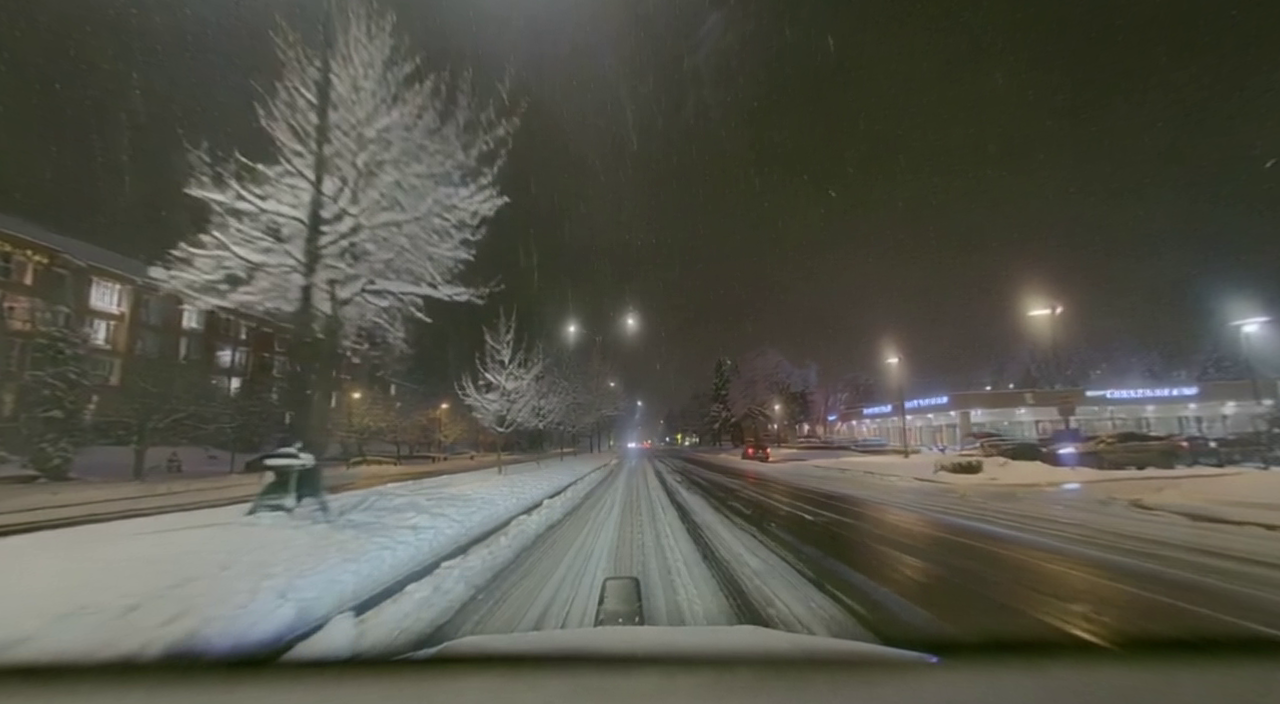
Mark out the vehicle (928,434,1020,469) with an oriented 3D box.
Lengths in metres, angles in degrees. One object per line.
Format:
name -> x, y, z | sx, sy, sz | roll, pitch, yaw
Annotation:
vehicle -> 19.256, 5.767, 36.659 | 2.179, 1.767, 5.837 | -2, -8, 0

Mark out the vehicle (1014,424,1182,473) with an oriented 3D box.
vehicle -> 19.225, 4.090, 26.839 | 2.151, 1.838, 5.534 | 3, -9, -15
